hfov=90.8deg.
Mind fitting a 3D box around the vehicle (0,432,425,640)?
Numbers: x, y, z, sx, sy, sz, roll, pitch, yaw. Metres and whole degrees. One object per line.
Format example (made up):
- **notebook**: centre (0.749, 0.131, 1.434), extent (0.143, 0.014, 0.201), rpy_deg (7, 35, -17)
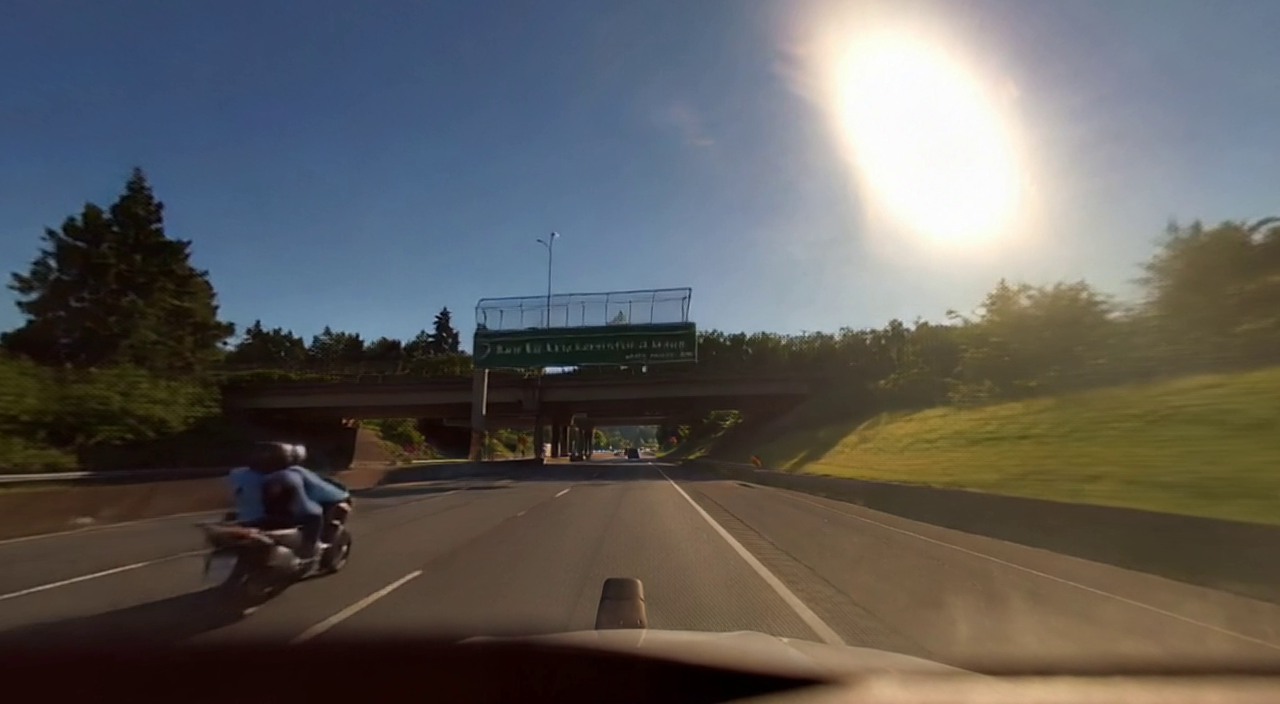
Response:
- **vehicle**: centre (-4.043, 1.675, 6.750), extent (1.992, 1.504, 4.117), rpy_deg (0, -9, 0)
